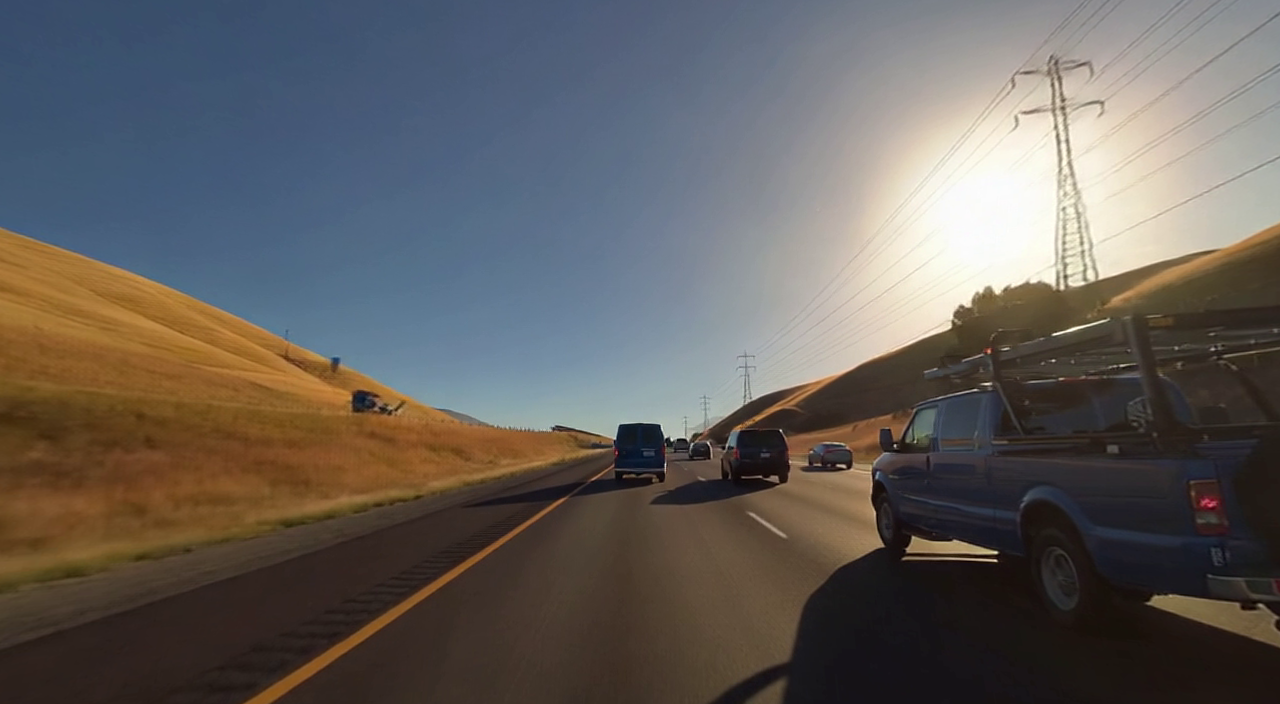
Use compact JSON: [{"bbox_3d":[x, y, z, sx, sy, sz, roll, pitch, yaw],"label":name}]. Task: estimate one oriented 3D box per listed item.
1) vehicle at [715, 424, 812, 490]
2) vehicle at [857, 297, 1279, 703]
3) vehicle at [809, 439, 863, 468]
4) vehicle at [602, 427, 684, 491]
[{"bbox_3d":[3.702,3.264,19.867,2.139,1.821,4.480,0,-8,0],"label":"vehicle"},{"bbox_3d":[3.928,1.030,4.521,2.691,1.901,5.744,0,-8,0],"label":"vehicle"},{"bbox_3d":[10.850,5.610,35.171,1.875,1.504,4.114,-1,-8,3],"label":"vehicle"},{"bbox_3d":[0.112,3.306,19.802,2.268,1.772,4.523,0,-8,1],"label":"vehicle"}]
